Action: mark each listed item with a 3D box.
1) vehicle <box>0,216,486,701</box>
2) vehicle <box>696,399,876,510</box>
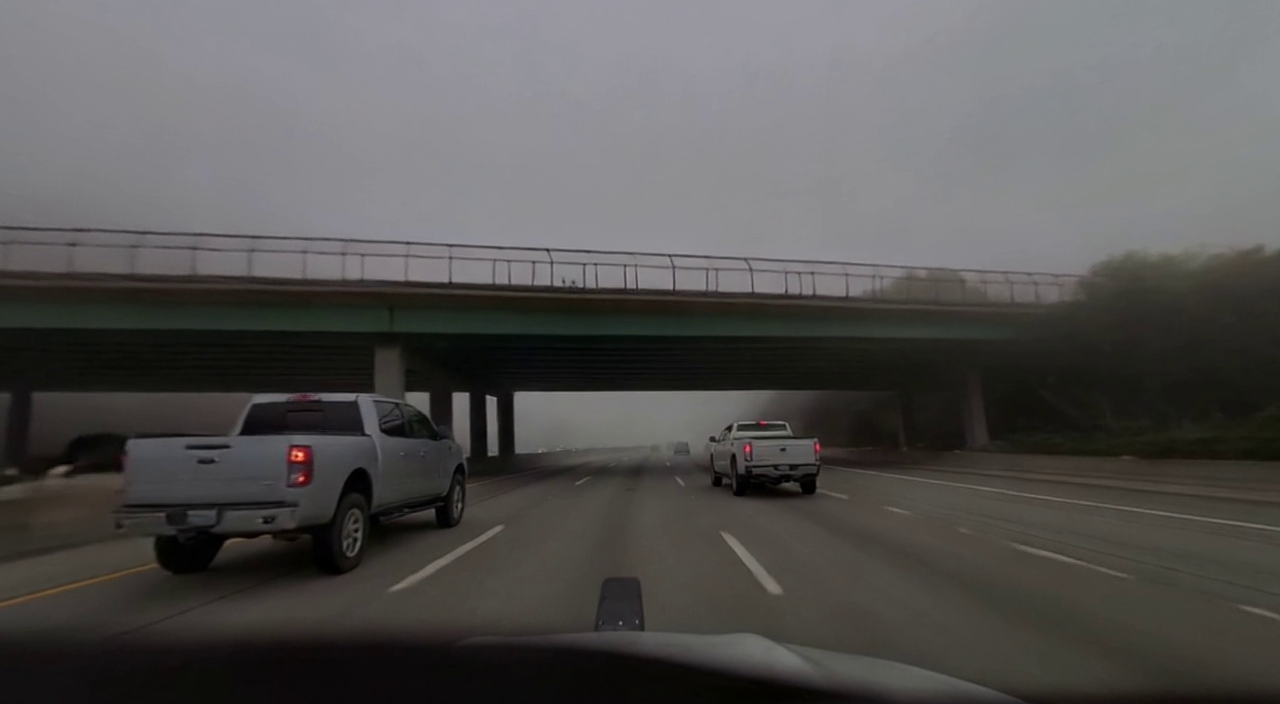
[{"bbox_3d":[-3.554,0.981,6.573,2.369,2.682,6.088,-1,-8,0],"label":"vehicle"},{"bbox_3d":[3.005,2.361,14.897,2.693,2.044,5.882,-1,-8,-1],"label":"vehicle"}]
